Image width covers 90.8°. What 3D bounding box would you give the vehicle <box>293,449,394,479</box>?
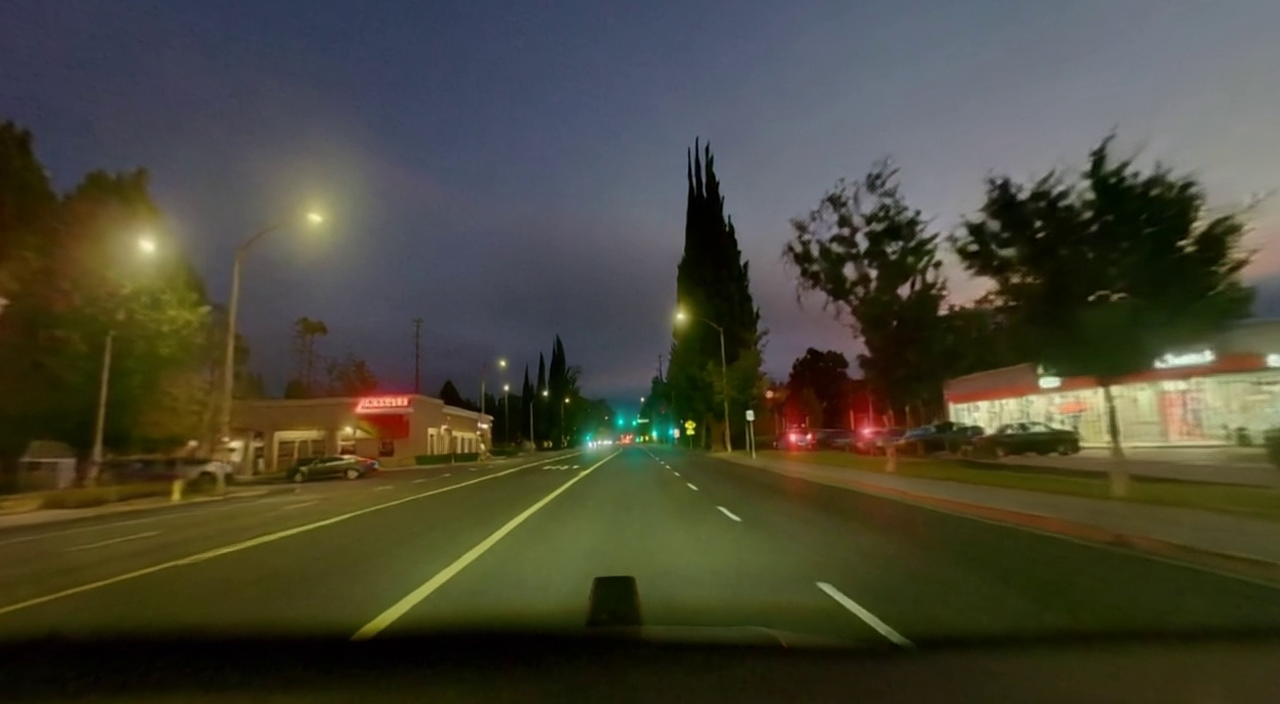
[{"bbox_3d":[-16.960,6.423,36.378,4.752,1.523,2.123,0,-8,-2],"label":"vehicle"}]

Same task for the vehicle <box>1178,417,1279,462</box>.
[{"bbox_3d":[21.665,3.172,23.090,1.901,1.461,4.482,-4,-8,26],"label":"vehicle"}]

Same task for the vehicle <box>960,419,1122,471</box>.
[{"bbox_3d":[16.034,3.729,25.527,4.914,1.540,2.200,-6,-8,2],"label":"vehicle"}]
